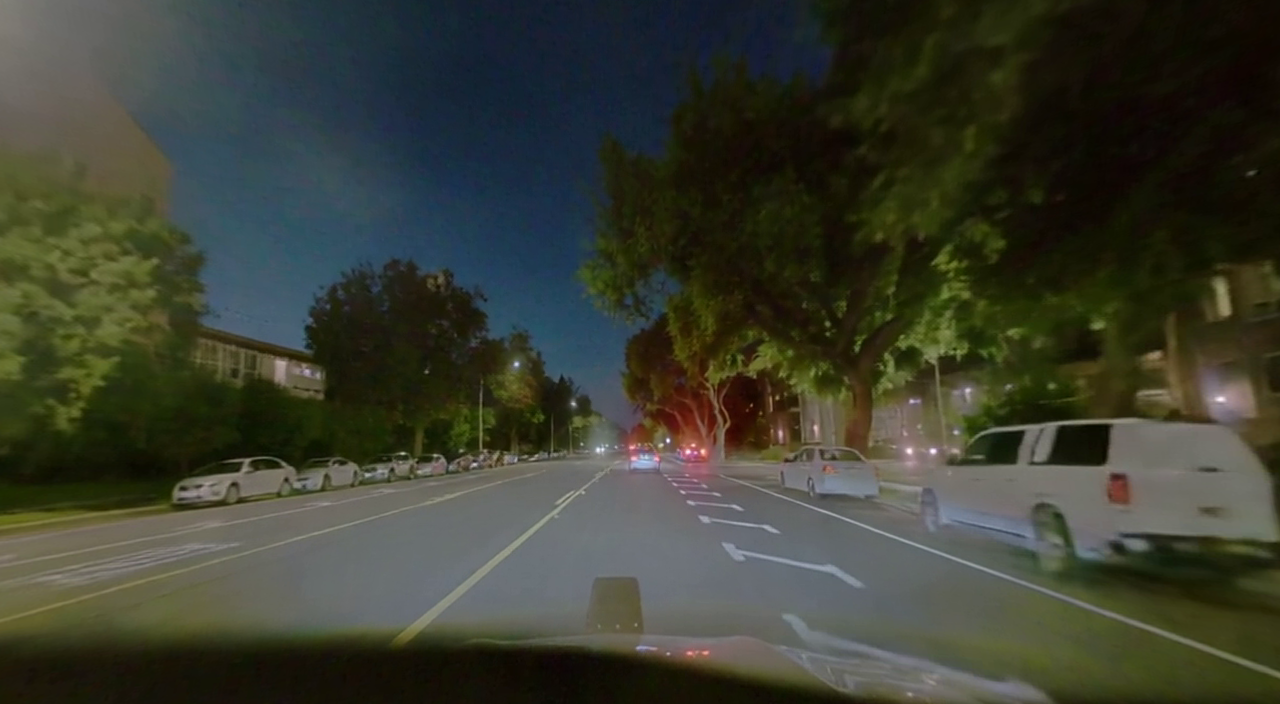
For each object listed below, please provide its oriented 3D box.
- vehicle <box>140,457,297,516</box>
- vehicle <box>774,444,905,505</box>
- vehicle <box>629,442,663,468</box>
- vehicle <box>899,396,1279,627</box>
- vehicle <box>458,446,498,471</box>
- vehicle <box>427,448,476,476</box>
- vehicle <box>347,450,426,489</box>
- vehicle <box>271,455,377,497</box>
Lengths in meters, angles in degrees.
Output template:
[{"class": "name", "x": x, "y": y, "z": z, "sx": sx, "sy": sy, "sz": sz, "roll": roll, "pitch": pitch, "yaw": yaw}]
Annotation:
[{"class": "vehicle", "x": -12.502, "y": 3.968, "z": 19.137, "sx": 1.877, "sy": 1.505, "sz": 4.125, "roll": 0, "pitch": -9, "yaw": 0}, {"class": "vehicle", "x": 5.271, "y": 3.284, "z": 17.453, "sx": 1.978, "sy": 1.438, "sz": 4.716, "roll": 1, "pitch": -9, "yaw": -1}, {"class": "vehicle", "x": 0.335, "y": 6.459, "z": 39.738, "sx": 2.022, "sy": 1.471, "sz": 3.973, "roll": 0, "pitch": -9, "yaw": -1}, {"class": "vehicle", "x": 5.156, "y": 1.628, "z": 7.479, "sx": 2.078, "sy": 1.813, "sz": 4.827, "roll": 0, "pitch": -9, "yaw": 0}, {"class": "vehicle", "x": -12.440, "y": 8.190, "z": 48.811, "sx": 1.904, "sy": 1.805, "sz": 5.100, "roll": 1, "pitch": -9, "yaw": -3}, {"class": "vehicle", "x": -12.557, "y": 7.328, "z": 42.416, "sx": 1.938, "sy": 1.738, "sz": 4.516, "roll": 0, "pitch": -9, "yaw": -1}, {"class": "vehicle", "x": -12.202, "y": 5.650, "z": 30.825, "sx": 1.905, "sy": 1.503, "sz": 5.015, "roll": -4, "pitch": -8, "yaw": -1}, {"class": "vehicle", "x": -12.358, "y": 4.848, "z": 25.065, "sx": 1.916, "sy": 1.463, "sz": 4.564, "roll": 0, "pitch": -9, "yaw": -1}]
